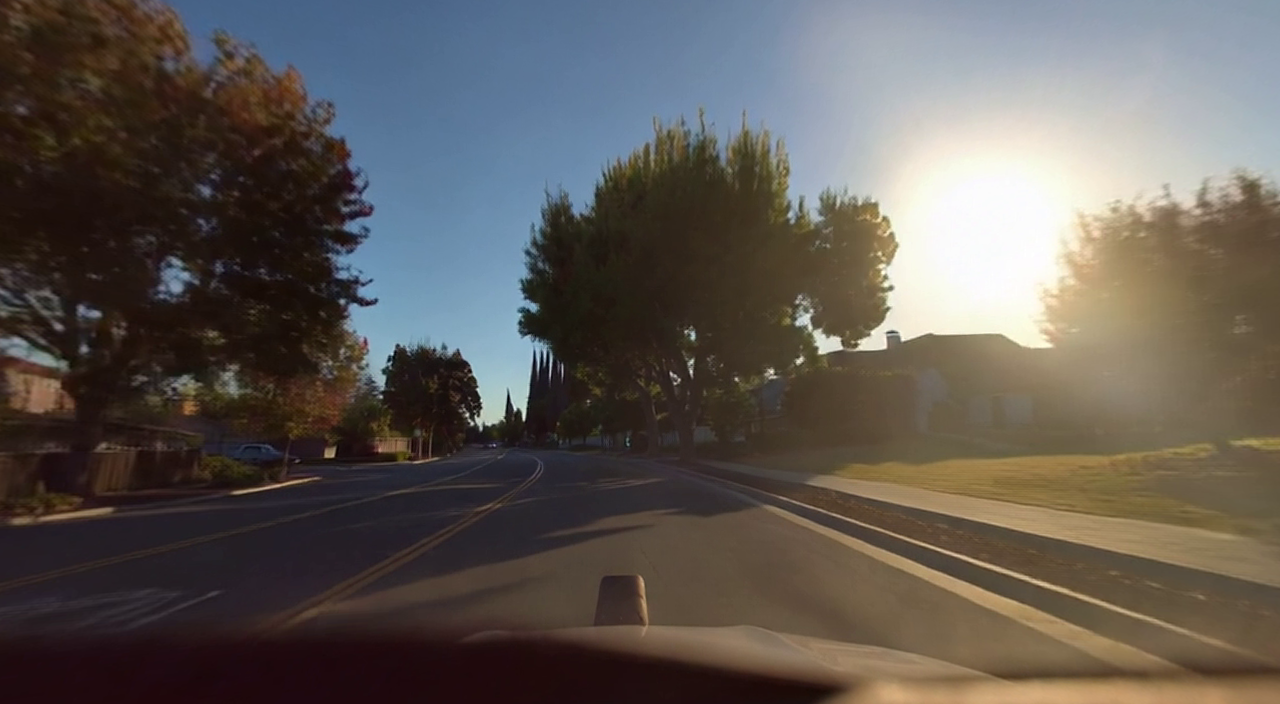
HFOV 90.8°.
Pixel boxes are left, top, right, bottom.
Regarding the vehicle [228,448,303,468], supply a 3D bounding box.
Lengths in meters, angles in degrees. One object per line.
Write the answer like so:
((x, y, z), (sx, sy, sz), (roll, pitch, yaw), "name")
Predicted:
((-29.037, 8.252, 49.110), (4.527, 1.441, 2.024), (1, -8, -8), "vehicle")
